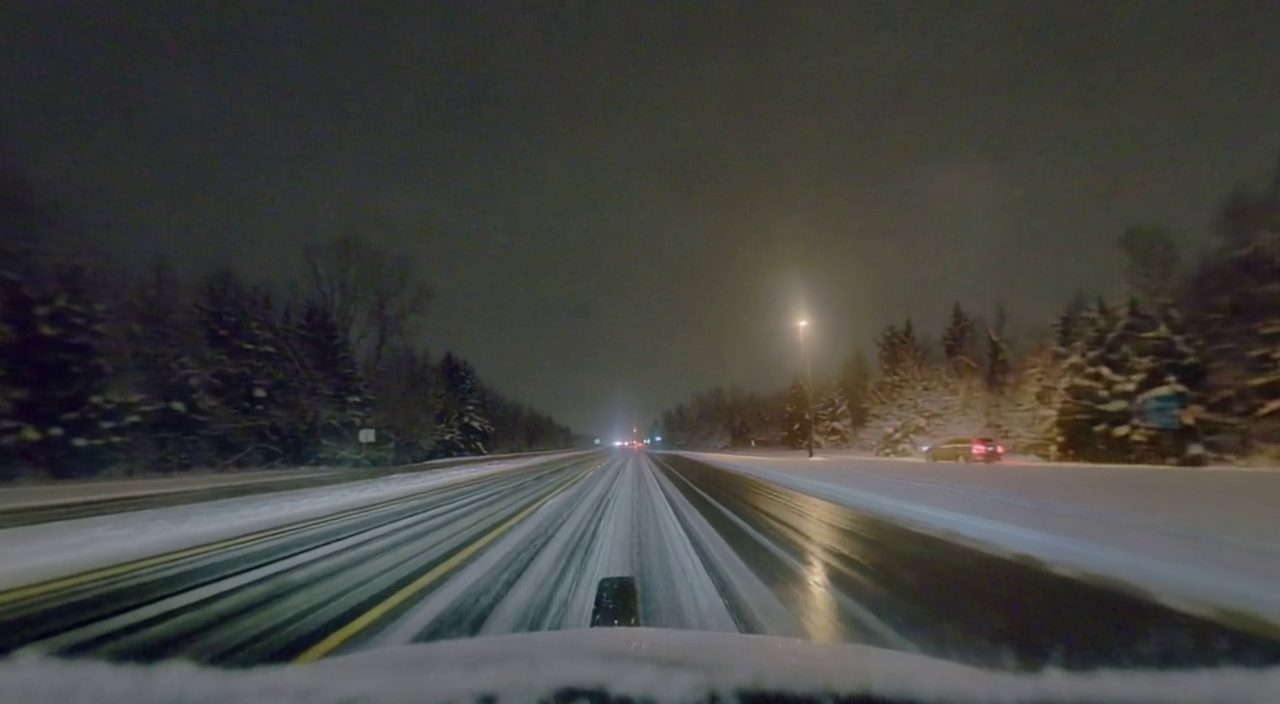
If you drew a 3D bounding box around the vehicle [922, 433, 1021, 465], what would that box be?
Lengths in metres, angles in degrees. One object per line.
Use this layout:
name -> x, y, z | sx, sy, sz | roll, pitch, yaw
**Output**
vehicle -> 21.265, 6.231, 40.672 | 2.328, 1.916, 5.227 | 3, -9, -23
